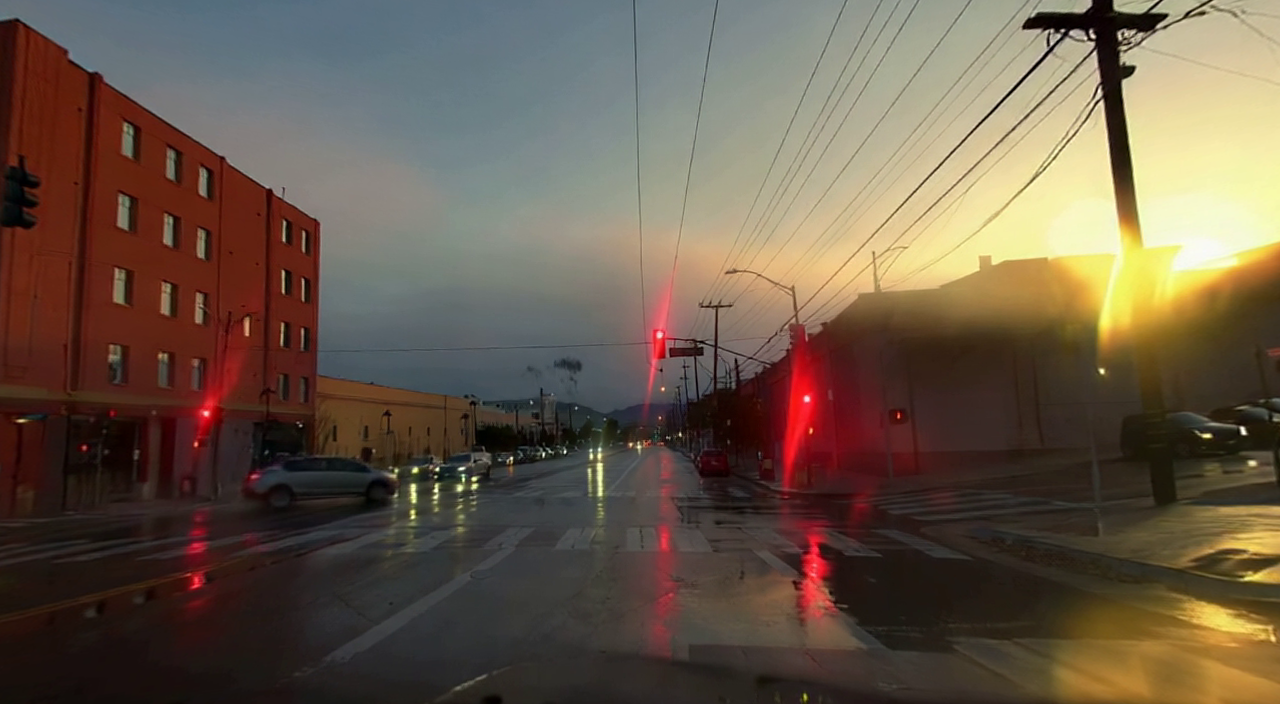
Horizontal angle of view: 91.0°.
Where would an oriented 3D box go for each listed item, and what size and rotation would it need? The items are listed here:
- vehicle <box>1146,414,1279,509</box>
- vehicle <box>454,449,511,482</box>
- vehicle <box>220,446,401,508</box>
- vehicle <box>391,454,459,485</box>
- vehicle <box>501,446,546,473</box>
[{"bbox_3d":[12.760,2.200,12.816,3.234,1.746,1.941,1,-8,-4],"label":"vehicle"},{"bbox_3d":[-8.726,6.314,35.244,2.020,1.672,3.842,0,-9,3],"label":"vehicle"},{"bbox_3d":[-9.853,3.705,19.089,4.525,1.650,2.120,5,-10,-28],"label":"vehicle"},{"bbox_3d":[-12.045,6.597,35.622,1.943,1.574,4.727,0,-9,3],"label":"vehicle"},{"bbox_3d":[-8.263,7.653,45.075,2.096,1.830,4.752,0,-9,2],"label":"vehicle"}]
